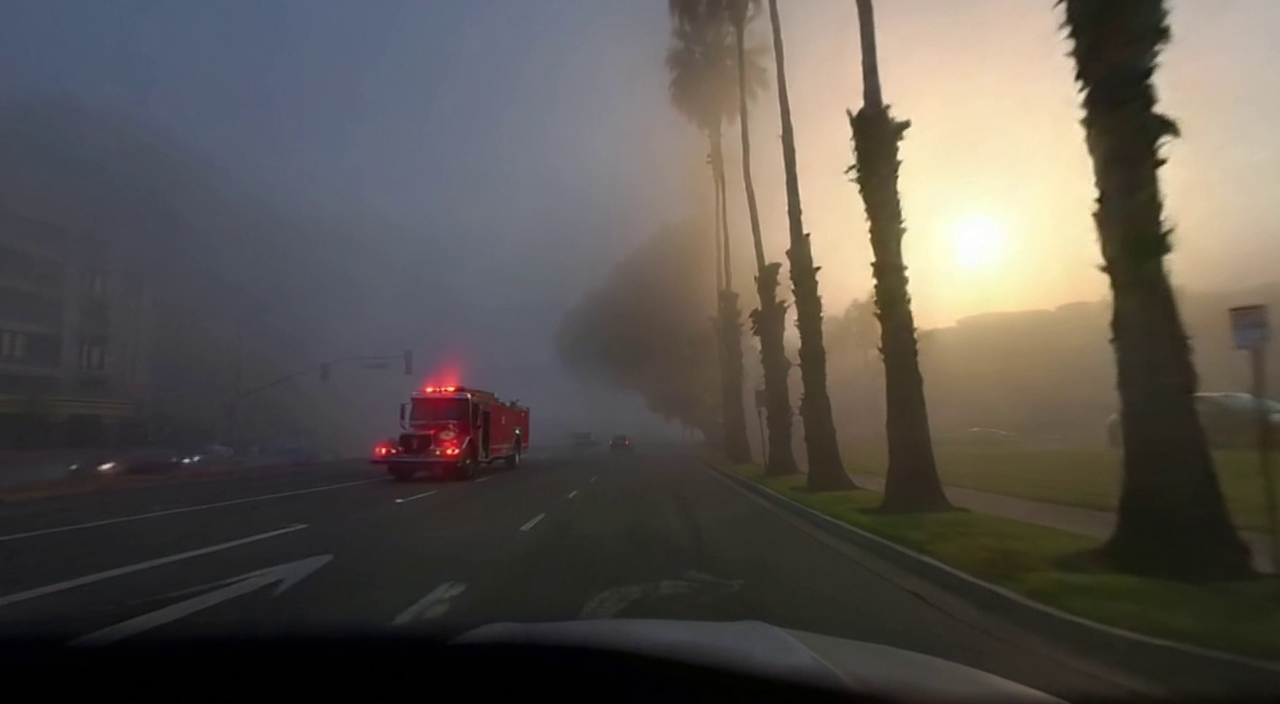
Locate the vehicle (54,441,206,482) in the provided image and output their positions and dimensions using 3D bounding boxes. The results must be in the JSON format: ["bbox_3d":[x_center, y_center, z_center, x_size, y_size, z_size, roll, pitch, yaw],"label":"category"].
[{"bbox_3d":[-21.656,4.642,27.037,2.052,1.594,5.203,0,-8,2],"label":"vehicle"}]

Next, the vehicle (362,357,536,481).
[{"bbox_3d":[-6.699,2.868,24.782,3.008,3.730,11.786,0,-8,1],"label":"vehicle"}]

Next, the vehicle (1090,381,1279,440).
[{"bbox_3d":[15.089,1.582,16.640,4.663,1.457,2.045,-1,-7,2],"label":"vehicle"}]
